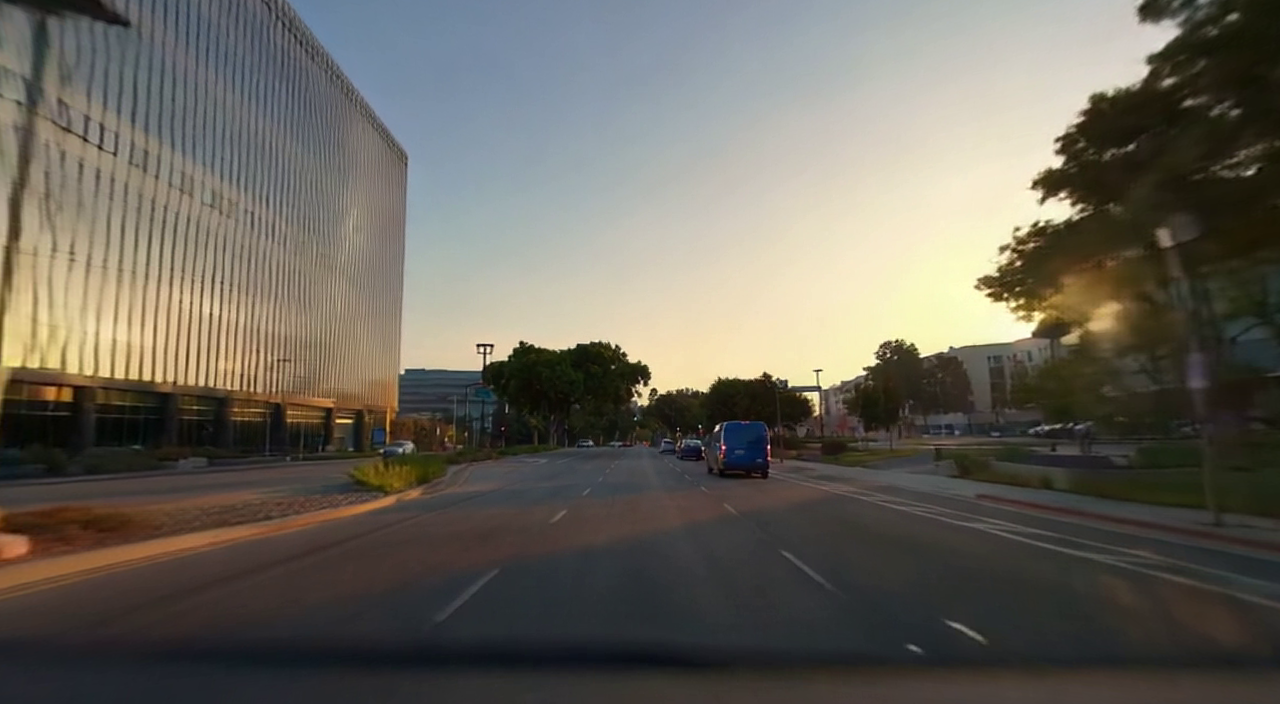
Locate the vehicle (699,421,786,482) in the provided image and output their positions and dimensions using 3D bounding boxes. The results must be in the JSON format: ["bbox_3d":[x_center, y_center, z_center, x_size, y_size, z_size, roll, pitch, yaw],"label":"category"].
[{"bbox_3d":[3.490,3.537,22.538,2.200,1.914,5.145,0,-8,0],"label":"vehicle"}]

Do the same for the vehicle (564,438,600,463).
[{"bbox_3d":[-3.610,6.214,39.791,1.864,1.464,4.195,0,-8,1],"label":"vehicle"}]
